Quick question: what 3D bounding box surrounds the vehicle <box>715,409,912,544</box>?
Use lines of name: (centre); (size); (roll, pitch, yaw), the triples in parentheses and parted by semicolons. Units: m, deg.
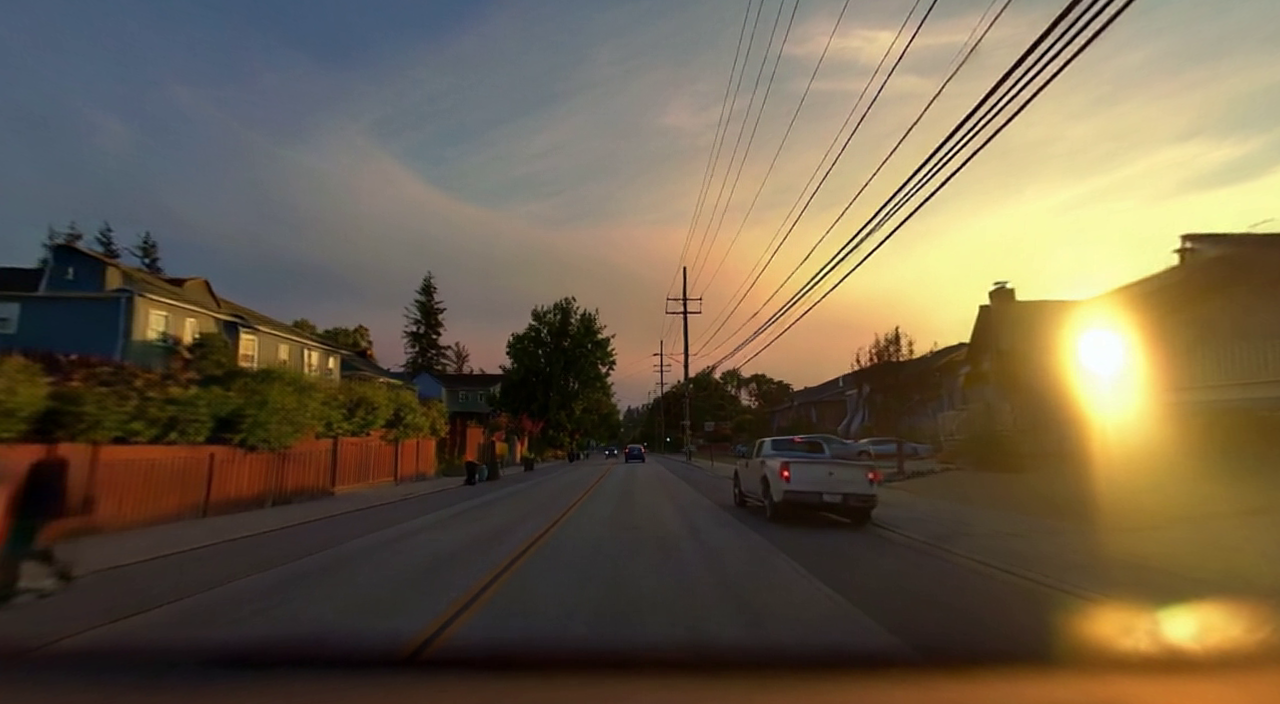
vehicle: (3.082, 2.382, 12.795); (2.278, 1.933, 5.860); (4, -9, 0)
